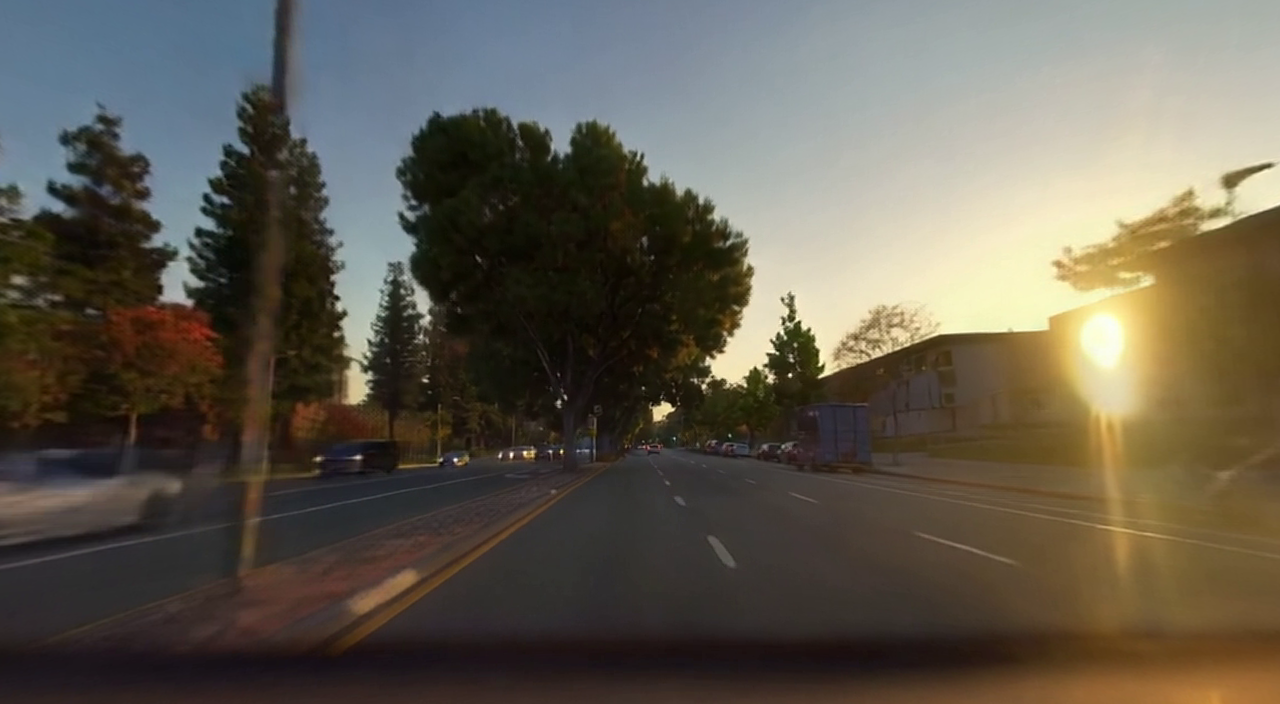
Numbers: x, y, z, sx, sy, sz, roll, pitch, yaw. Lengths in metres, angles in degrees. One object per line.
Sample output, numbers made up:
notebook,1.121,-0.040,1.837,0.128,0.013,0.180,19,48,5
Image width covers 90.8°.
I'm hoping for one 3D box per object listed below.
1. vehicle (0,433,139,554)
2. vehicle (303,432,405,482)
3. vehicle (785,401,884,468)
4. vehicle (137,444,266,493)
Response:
vehicle,-8.906,1.703,7.498,2.001,1.477,4.754,0,-8,0
vehicle,-12.071,4.459,27.122,2.180,1.904,4.631,0,-8,0
vehicle,9.625,4.266,32.290,2.670,3.016,7.732,0,-8,1
vehicle,-15.343,4.057,22.411,1.765,1.560,3.902,0,-8,-1
